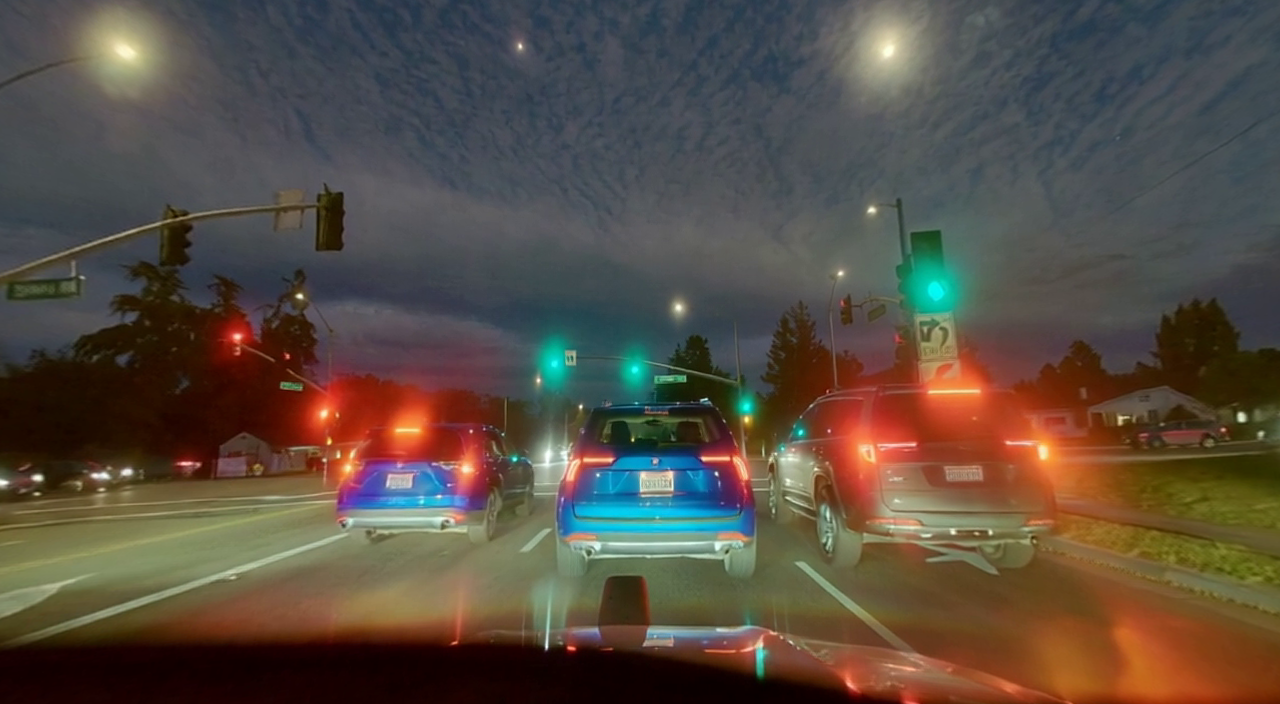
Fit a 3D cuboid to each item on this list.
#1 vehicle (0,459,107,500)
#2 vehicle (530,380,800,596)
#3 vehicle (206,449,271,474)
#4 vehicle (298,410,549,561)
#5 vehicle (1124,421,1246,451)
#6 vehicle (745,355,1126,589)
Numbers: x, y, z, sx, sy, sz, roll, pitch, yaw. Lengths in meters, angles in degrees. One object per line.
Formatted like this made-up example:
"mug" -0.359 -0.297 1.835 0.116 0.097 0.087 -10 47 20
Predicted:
"vehicle" -24.006 4.970 24.672 4.383 1.456 1.999 0 -9 -1
"vehicle" 0.172 1.436 7.398 2.235 1.778 4.178 0 -8 -1
"vehicle" -29.320 7.999 46.172 1.820 1.699 4.308 -1 -9 2
"vehicle" -2.735 1.819 9.316 2.058 1.659 4.514 0 -8 1
"vehicle" 28.158 4.365 32.656 4.512 1.444 1.859 0 -9 0
"vehicle" 3.087 1.472 8.489 2.338 2.063 5.672 0 -8 0
